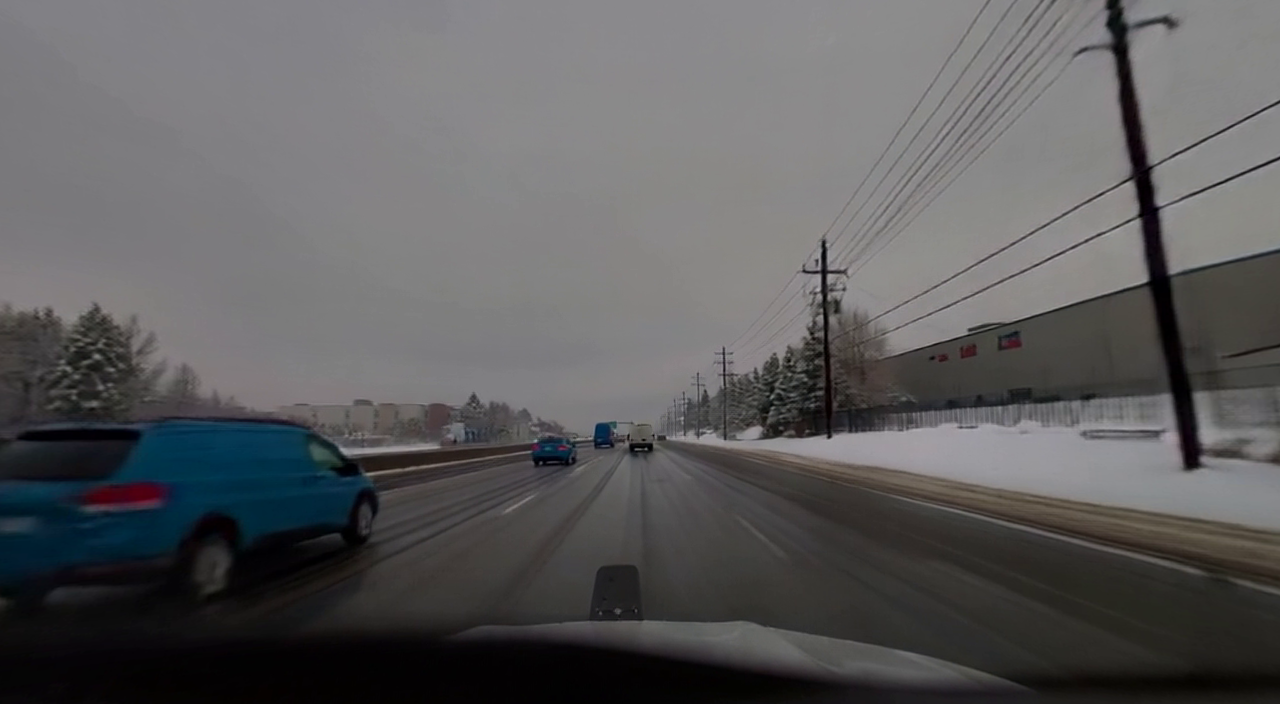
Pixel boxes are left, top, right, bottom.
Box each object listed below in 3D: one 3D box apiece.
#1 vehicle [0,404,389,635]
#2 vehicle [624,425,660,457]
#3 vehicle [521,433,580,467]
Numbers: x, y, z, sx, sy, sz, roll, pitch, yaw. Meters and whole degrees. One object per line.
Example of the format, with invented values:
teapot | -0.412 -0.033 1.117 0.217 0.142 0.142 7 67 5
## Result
vehicle | -4.451 1.425 6.419 2.058 1.557 4.125 0 -8 0
vehicle | 0.102 5.823 41.331 2.213 1.997 4.456 0 -8 -1
vehicle | -4.169 4.642 30.153 2.087 1.464 4.853 0 -8 0
